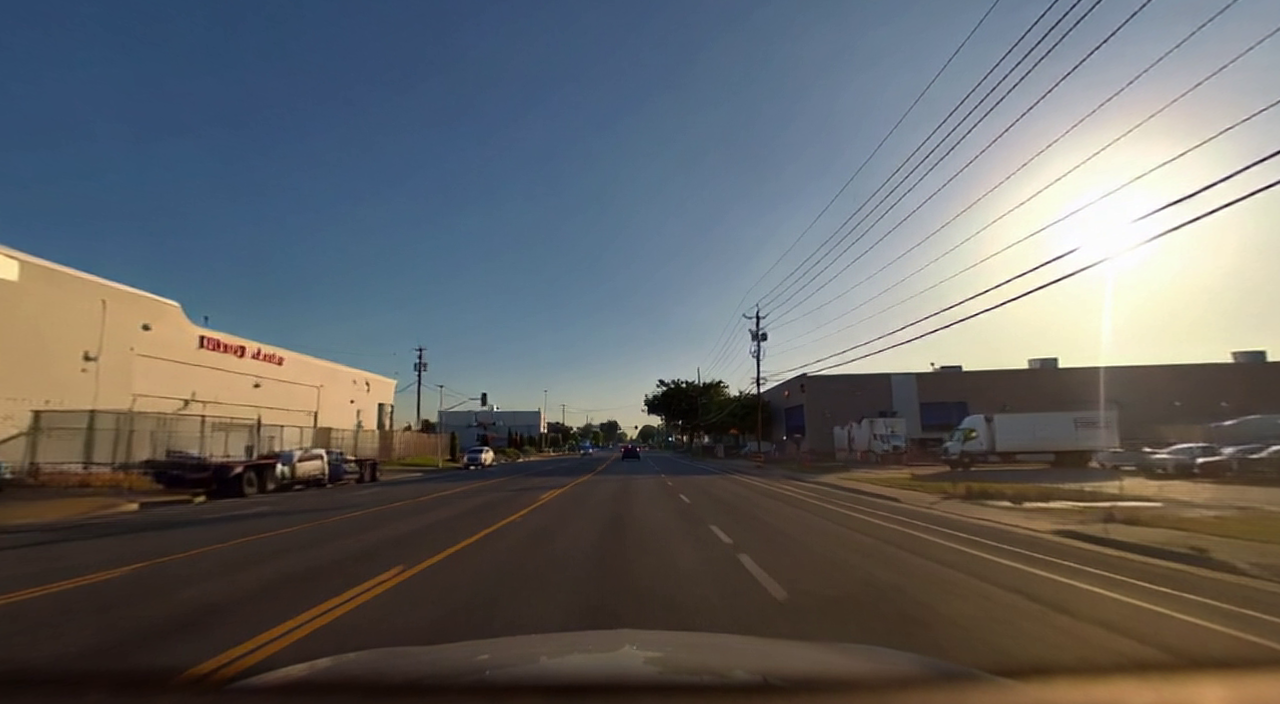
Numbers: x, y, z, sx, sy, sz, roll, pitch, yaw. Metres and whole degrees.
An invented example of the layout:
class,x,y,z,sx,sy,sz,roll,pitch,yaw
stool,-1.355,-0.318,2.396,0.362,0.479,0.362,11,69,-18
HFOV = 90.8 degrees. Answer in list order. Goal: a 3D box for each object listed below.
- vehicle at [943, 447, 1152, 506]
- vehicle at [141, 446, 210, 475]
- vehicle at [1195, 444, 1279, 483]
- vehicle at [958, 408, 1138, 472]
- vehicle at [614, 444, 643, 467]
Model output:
class,x,y,z,sx,sy,sz,roll,pitch,yaw
vehicle,11.760,3.594,18.488,4.758,1.496,1.871,-2,-9,-1
vehicle,-31.603,7.346,42.918,4.992,1.876,2.169,-6,-11,35
vehicle,25.554,4.583,26.029,3.575,1.521,1.803,-1,-9,1
vehicle,24.644,5.389,38.495,8.701,3.665,2.906,-1,-9,1
vehicle,-0.802,7.395,45.220,1.937,1.588,3.746,0,-9,0
